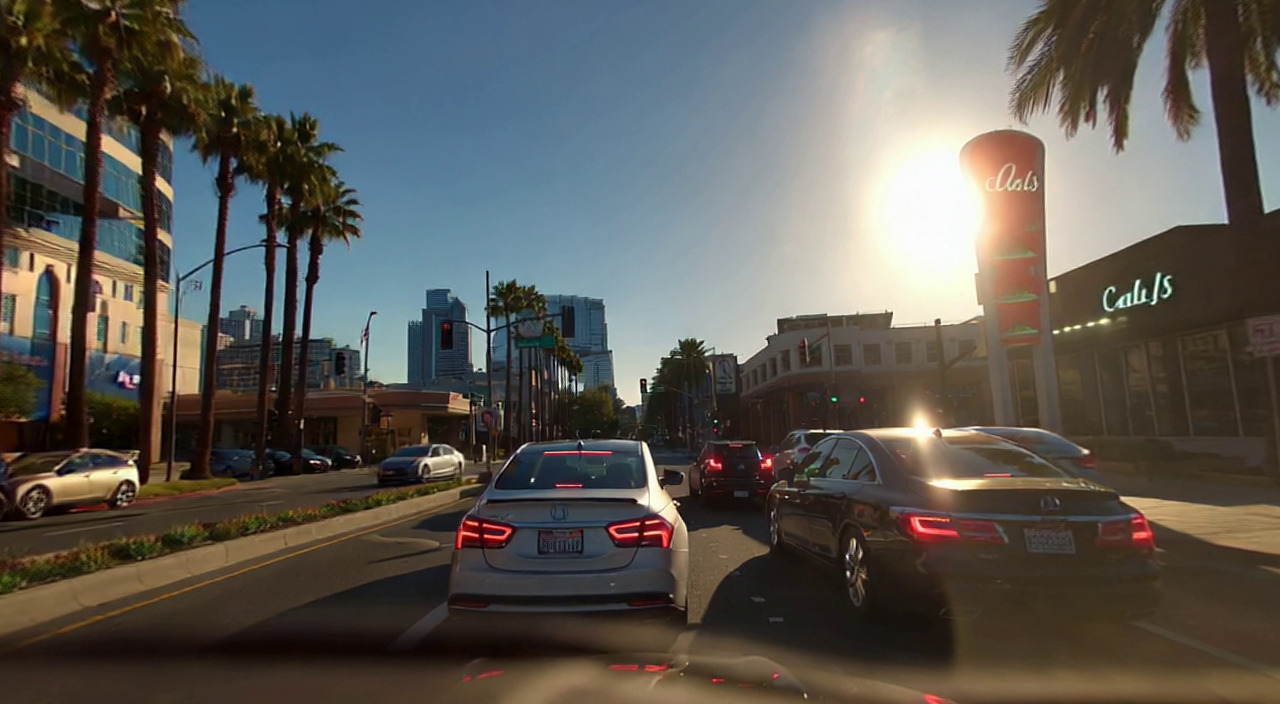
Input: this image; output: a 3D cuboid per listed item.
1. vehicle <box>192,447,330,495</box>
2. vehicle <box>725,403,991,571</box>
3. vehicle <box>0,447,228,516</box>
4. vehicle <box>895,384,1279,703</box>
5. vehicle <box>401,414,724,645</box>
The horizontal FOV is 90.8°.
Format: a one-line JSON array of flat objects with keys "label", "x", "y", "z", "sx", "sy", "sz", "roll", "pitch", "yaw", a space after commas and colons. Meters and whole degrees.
[{"label": "vehicle", "x": -12.857, "y": 4.022, "z": 21.867, "sx": 1.856, "sy": 1.455, "sz": 4.700, "roll": 0, "pitch": -9, "yaw": 1}, {"label": "vehicle", "x": 2.633, "y": 1.768, "z": 9.037, "sx": 2.096, "sy": 1.775, "sz": 4.440, "roll": 0, "pitch": -9, "yaw": -2}, {"label": "vehicle", "x": -12.849, "y": 3.136, "z": 15.934, "sx": 1.870, "sy": 1.475, "sz": 4.531, "roll": 0, "pitch": -9, "yaw": 0}, {"label": "vehicle", "x": 2.603, "y": 0.811, "z": 1.486, "sx": 2.085, "sy": 1.469, "sz": 4.458, "roll": 0, "pitch": -9, "yaw": -1}, {"label": "vehicle", "x": -0.516, "y": 1.467, "z": 6.229, "sx": 2.096, "sy": 1.492, "sz": 4.071, "roll": 0, "pitch": -9, "yaw": 0}]
